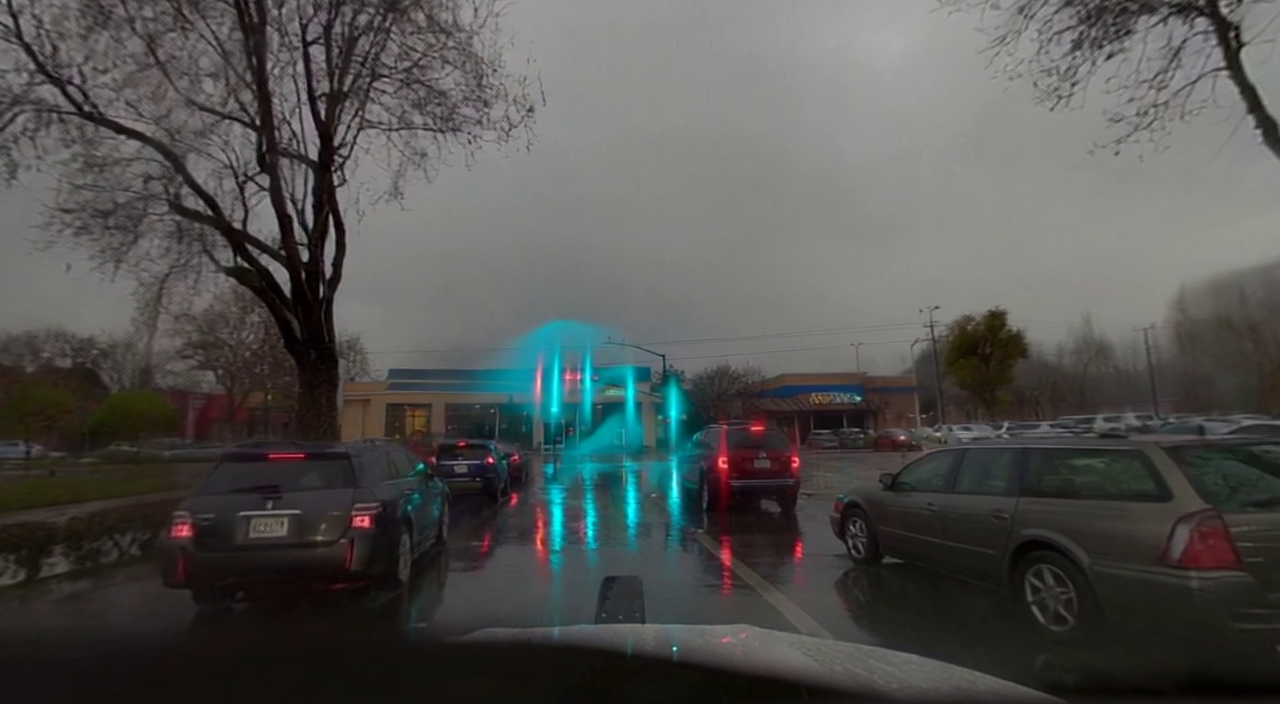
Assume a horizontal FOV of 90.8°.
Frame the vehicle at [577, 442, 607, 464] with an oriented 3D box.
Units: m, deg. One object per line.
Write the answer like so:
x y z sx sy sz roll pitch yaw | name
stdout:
-3.553 7.385 46.451 2.095 1.473 4.301 1 -8 -5 | vehicle

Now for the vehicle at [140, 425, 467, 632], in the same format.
-3.096 1.624 6.965 1.968 1.497 4.286 2 -8 -11 | vehicle

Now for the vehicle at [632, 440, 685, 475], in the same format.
0.768 4.785 28.972 1.910 1.493 4.490 1 -8 -5 | vehicle

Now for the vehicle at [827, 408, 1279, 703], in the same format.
3.416 1.358 5.307 1.904 1.494 4.864 1 -8 -4 | vehicle

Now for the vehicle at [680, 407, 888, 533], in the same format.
2.404 2.211 12.545 2.324 1.907 5.634 1 -8 -6 | vehicle
